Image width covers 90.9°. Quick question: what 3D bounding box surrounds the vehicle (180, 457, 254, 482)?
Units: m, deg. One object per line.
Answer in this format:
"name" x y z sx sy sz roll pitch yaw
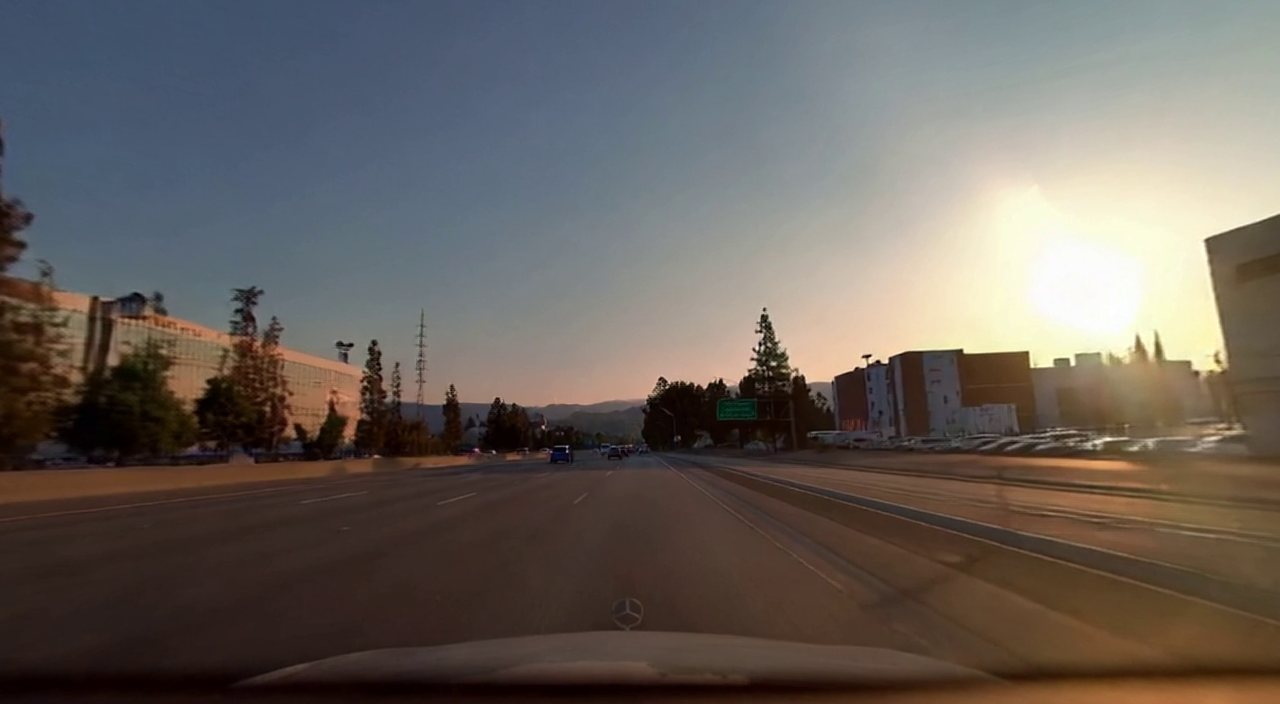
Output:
"vehicle" -28.313 7.857 42.393 1.790 1.436 4.611 0 -9 1
